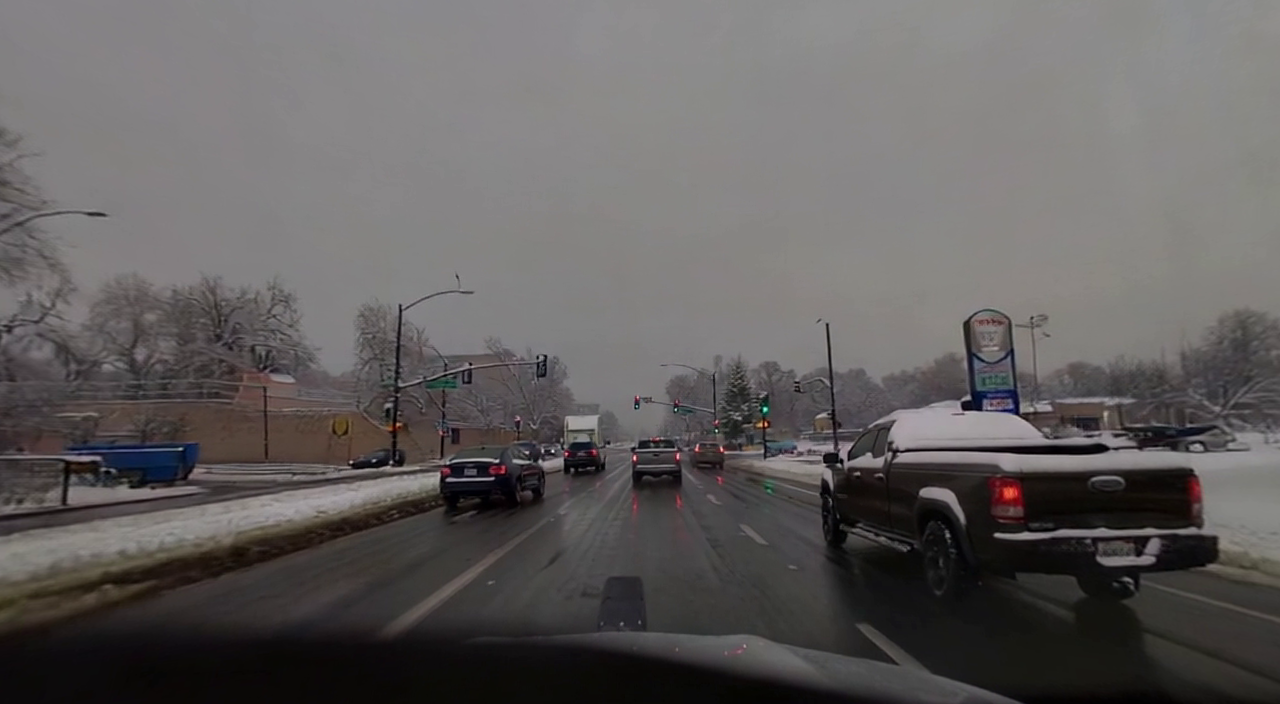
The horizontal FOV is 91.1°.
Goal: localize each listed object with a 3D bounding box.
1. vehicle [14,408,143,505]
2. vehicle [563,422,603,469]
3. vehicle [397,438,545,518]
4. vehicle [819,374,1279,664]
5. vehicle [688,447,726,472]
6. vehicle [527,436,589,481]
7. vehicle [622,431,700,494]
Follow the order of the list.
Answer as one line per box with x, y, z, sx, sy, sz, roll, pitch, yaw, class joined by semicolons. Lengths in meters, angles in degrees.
-18.424;3.418;20.617;3.441;2.870;2.109;-7;-10;33;vehicle
-3.667;6.199;41.574;2.393;2.865;5.466;0;-8;-3;vehicle
-3.575;2.761;14.354;1.983;1.502;4.720;0;-9;1;vehicle
3.794;1.461;6.801;2.120;1.828;5.531;0;-8;0;vehicle
4.045;6.554;38.479;1.901;1.401;3.965;0;-9;0;vehicle
-3.583;4.739;28.265;2.071;1.811;4.605;0;-8;1;vehicle
0.663;3.653;21.223;2.295;1.835;5.471;0;-9;1;vehicle
